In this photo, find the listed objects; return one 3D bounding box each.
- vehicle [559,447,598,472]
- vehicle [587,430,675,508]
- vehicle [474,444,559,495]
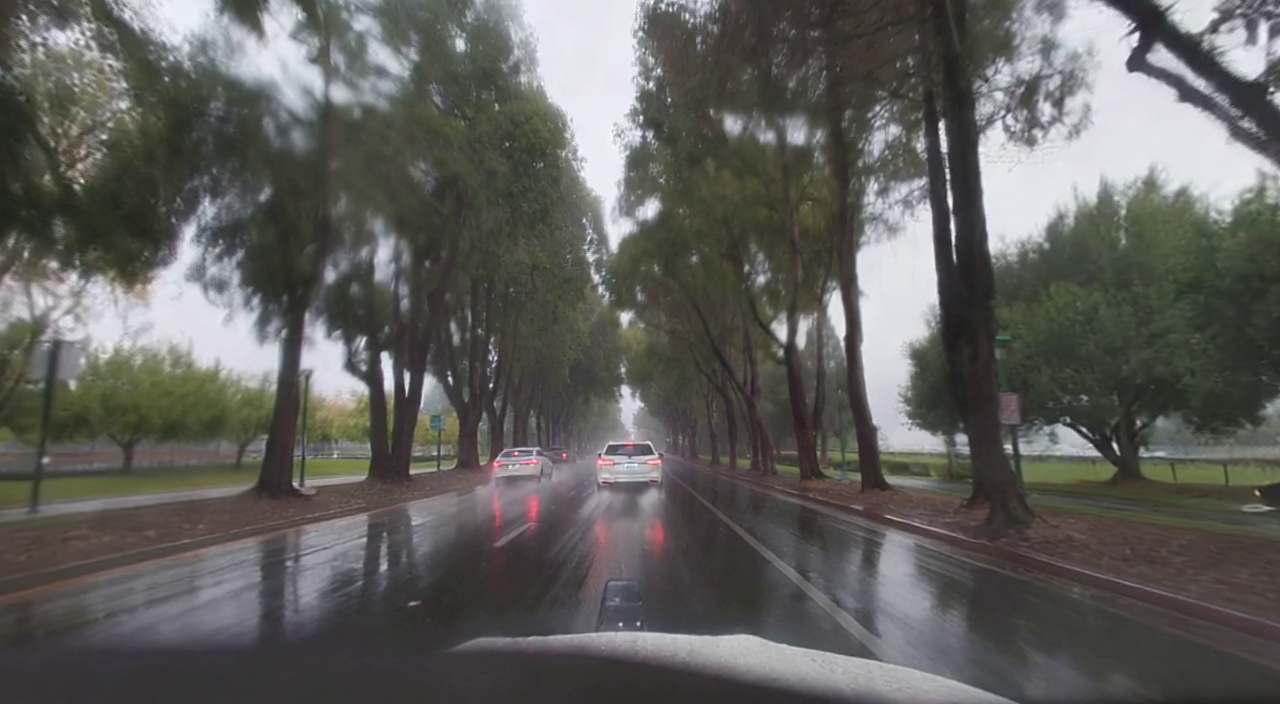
[{"bbox_3d":[-3.902,6.882,40.639,1.959,1.485,4.452,0,-8,2],"label":"vehicle"},{"bbox_3d":[-0.203,3.001,16.636,2.018,1.769,3.897,0,-8,0],"label":"vehicle"},{"bbox_3d":[-4.006,3.863,21.253,1.936,1.538,4.016,0,-8,2],"label":"vehicle"}]
